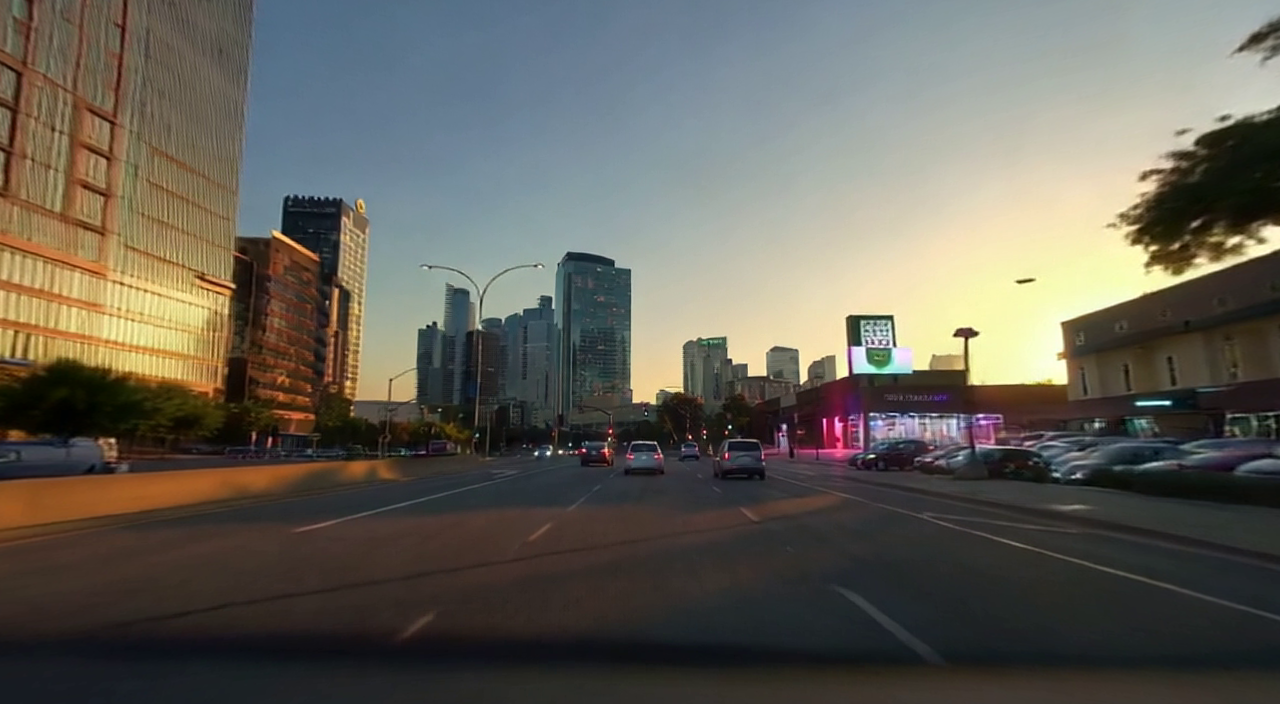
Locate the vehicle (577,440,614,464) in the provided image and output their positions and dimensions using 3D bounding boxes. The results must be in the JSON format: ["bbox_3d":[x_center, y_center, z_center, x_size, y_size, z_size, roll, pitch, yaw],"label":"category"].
[{"bbox_3d":[-2.955,6.733,42.477,2.029,1.482,4.591,-1,-8,2],"label":"vehicle"}]

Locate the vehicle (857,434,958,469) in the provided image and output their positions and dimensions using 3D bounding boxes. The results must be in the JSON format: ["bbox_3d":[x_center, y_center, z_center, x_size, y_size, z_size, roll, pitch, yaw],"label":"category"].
[{"bbox_3d":[15.174,5.652,35.952,4.775,1.728,1.996,-2,-9,0],"label":"vehicle"}]

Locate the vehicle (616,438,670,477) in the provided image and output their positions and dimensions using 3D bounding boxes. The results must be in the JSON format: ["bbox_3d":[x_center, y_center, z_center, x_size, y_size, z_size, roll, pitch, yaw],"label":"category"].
[{"bbox_3d":[0.152,4.327,26.046,2.059,1.477,3.988,0,-8,1],"label":"vehicle"}]

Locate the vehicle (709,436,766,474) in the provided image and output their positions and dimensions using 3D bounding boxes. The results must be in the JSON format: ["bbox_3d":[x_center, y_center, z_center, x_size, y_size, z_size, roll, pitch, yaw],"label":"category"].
[{"bbox_3d":[4.590,4.908,30.256,2.007,1.683,4.171,0,-8,-1],"label":"vehicle"}]

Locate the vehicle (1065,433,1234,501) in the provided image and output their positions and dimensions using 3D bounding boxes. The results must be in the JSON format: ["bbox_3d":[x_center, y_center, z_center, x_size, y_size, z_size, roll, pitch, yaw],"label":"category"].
[{"bbox_3d":[13.991,3.083,17.294,4.232,1.627,2.054,5,-10,-29],"label":"vehicle"}]

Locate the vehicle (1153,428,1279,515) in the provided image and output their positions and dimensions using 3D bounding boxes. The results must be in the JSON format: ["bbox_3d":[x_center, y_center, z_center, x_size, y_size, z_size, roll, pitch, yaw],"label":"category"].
[{"bbox_3d":[14.013,2.610,14.233,4.288,1.695,2.014,4,-9,-27],"label":"vehicle"}]
